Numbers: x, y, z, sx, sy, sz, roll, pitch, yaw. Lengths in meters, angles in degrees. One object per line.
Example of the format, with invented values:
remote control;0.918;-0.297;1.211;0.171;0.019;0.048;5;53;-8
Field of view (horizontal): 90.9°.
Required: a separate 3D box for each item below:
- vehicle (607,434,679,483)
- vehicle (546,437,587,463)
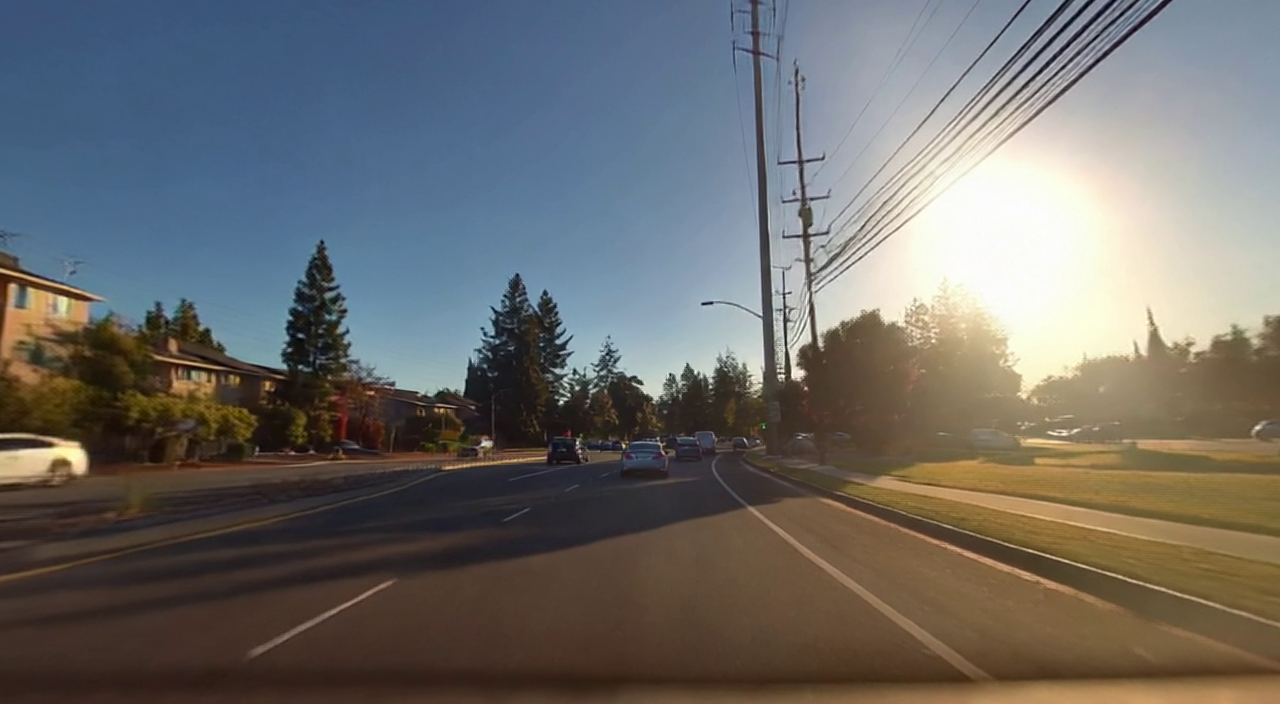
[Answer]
vehicle;0.205;3.546;21.283;2.117;1.474;4.036;-1;-8;4
vehicle;-4.551;6.133;39.571;1.983;1.485;4.159;-1;-8;2
